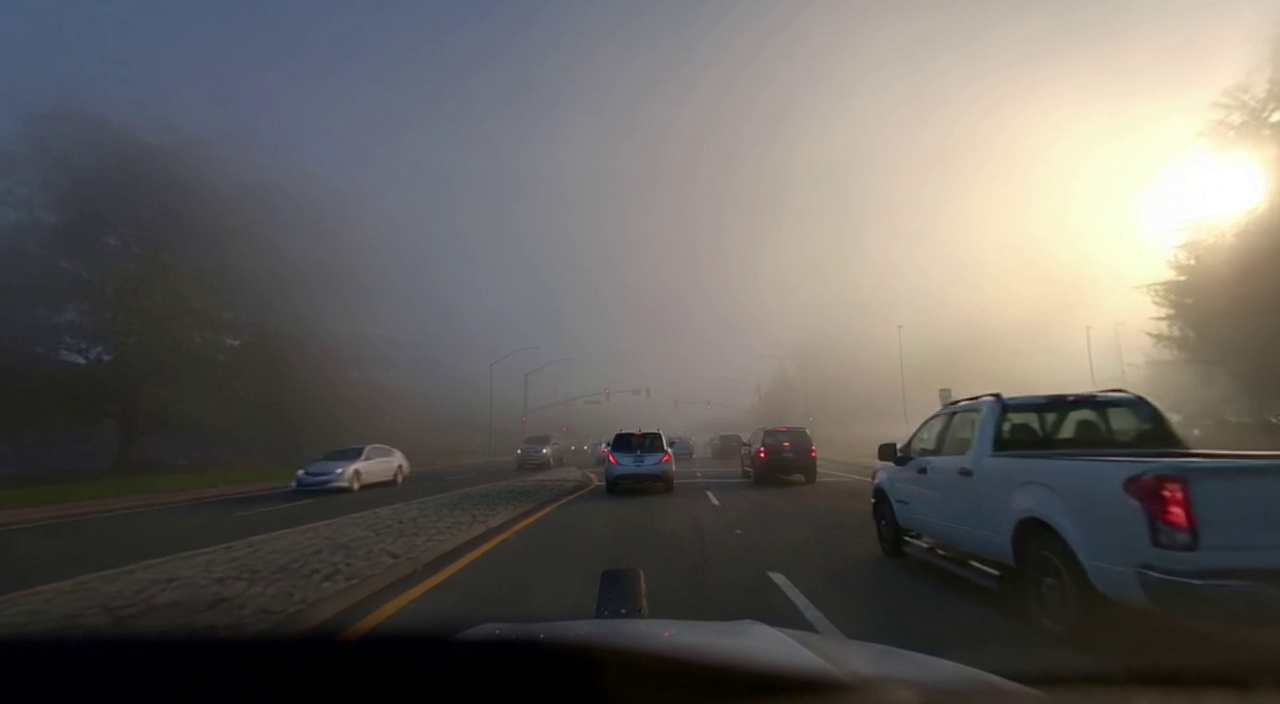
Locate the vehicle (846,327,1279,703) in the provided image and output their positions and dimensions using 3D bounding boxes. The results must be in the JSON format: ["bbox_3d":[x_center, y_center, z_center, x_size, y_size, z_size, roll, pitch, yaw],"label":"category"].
[{"bbox_3d":[3.452,1.091,5.107,2.114,1.765,4.647,0,-8,2],"label":"vehicle"}]

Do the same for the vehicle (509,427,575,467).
[{"bbox_3d":[-5.360,5.301,35.343,2.355,2.005,5.673,-1,-8,5],"label":"vehicle"}]

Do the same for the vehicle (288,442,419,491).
[{"bbox_3d":[-9.520,3.805,21.467,1.953,1.476,4.747,-1,-8,4],"label":"vehicle"}]

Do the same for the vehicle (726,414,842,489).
[{"bbox_3d":[3.986,2.920,18.755,2.317,1.857,5.940,0,-8,3],"label":"vehicle"}]

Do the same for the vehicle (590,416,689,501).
[{"bbox_3d":[0.117,2.544,15.381,2.113,1.768,3.901,0,-8,4],"label":"vehicle"}]
